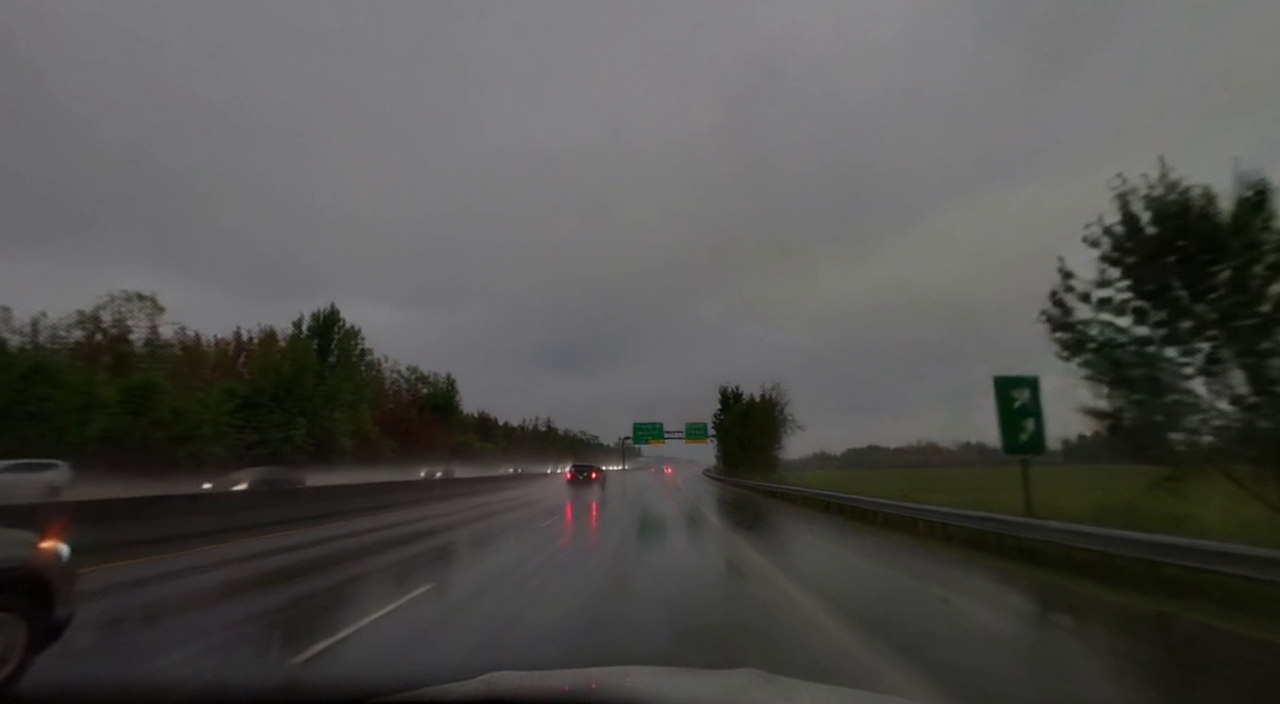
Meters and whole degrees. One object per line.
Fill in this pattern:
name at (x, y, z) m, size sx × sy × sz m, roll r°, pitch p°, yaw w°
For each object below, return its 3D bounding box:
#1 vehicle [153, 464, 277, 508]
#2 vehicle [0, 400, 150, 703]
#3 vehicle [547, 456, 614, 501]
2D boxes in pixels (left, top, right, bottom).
vehicle at (-16.826, 5.307, 25.228) m, size 1.883 × 1.522 × 4.130 m, roll 1°, pitch -10°, yaw 3°
vehicle at (-4.099, 0.714, 1.439) m, size 2.063 × 1.556 × 4.740 m, roll 1°, pitch -10°, yaw 1°
vehicle at (-2.277, 5.050, 25.264) m, size 2.000 × 1.594 × 3.996 m, roll 0°, pitch -10°, yaw 4°
